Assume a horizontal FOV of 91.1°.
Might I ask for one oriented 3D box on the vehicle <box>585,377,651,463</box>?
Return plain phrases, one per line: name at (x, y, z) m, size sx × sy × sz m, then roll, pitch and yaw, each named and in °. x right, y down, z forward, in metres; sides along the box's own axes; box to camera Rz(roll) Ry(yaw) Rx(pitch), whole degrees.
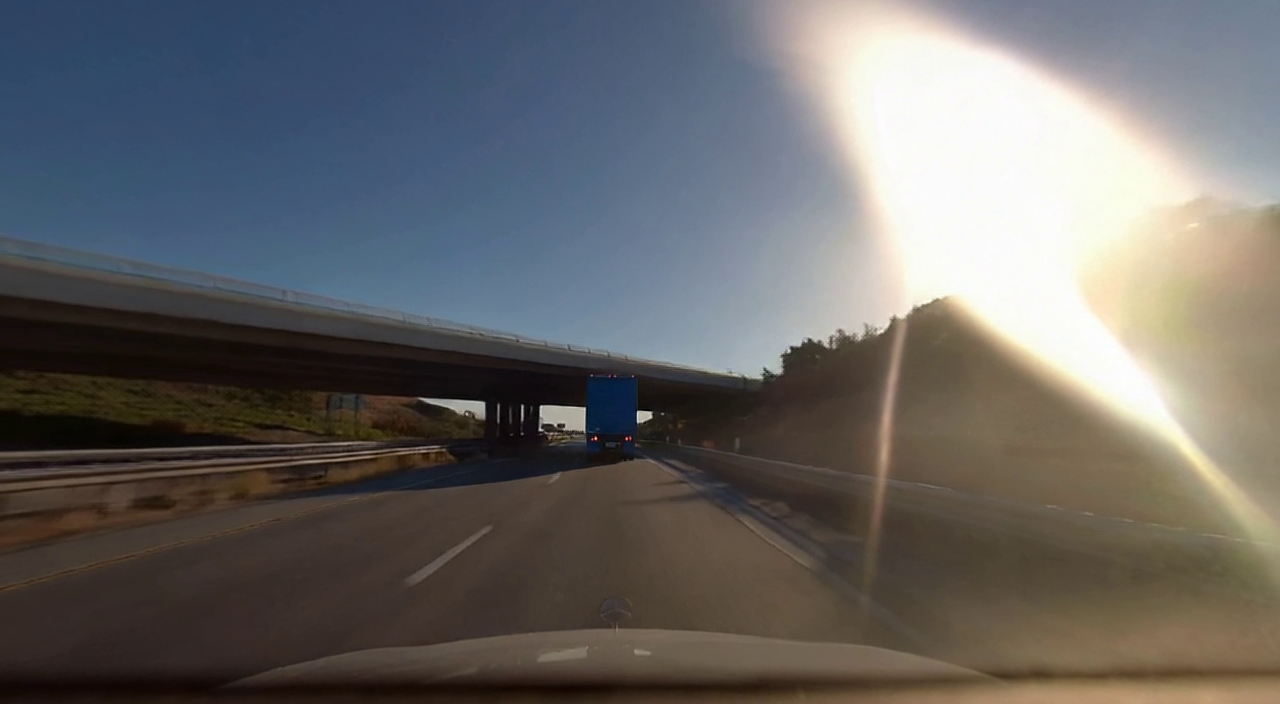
vehicle at (-1.256, 3.861, 34.492) m, size 3.023 × 3.965 × 10.402 m, roll 1°, pitch -8°, yaw -3°
